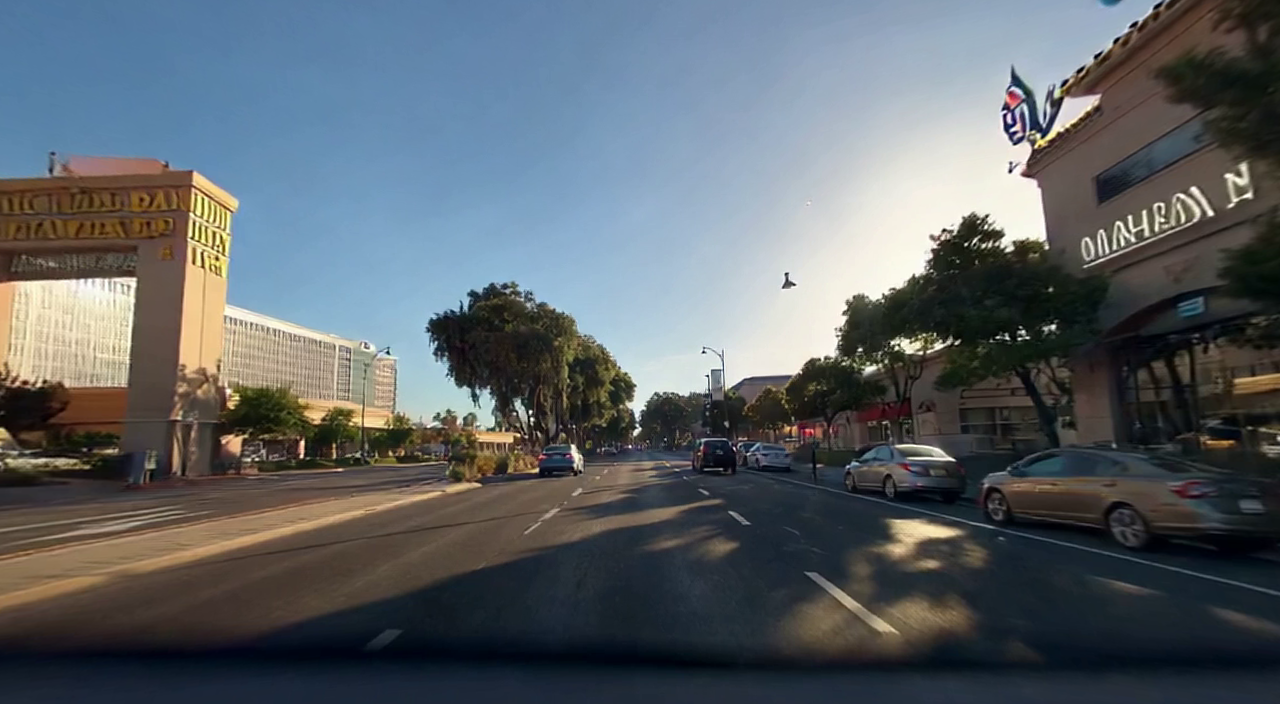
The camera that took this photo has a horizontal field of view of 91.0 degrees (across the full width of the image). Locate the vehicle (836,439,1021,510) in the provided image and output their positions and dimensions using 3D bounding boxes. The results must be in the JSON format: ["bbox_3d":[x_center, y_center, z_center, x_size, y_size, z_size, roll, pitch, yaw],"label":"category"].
[{"bbox_3d":[6.881,2.959,15.766,2.302,1.480,4.696,0,-8,-1],"label":"vehicle"}]

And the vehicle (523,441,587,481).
[{"bbox_3d":[-3.382,4.426,25.917,2.005,1.477,4.169,0,-8,1],"label":"vehicle"}]

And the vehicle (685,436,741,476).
[{"bbox_3d":[3.392,4.951,30.271,2.083,1.743,4.354,0,-8,-1],"label":"vehicle"}]

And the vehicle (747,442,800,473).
[{"bbox_3d":[6.893,5.498,32.988,1.876,1.478,4.670,0,-8,1],"label":"vehicle"}]

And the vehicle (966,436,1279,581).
[{"bbox_3d":[6.920,1.946,8.870,1.968,1.455,4.844,0,-8,-1],"label":"vehicle"}]
